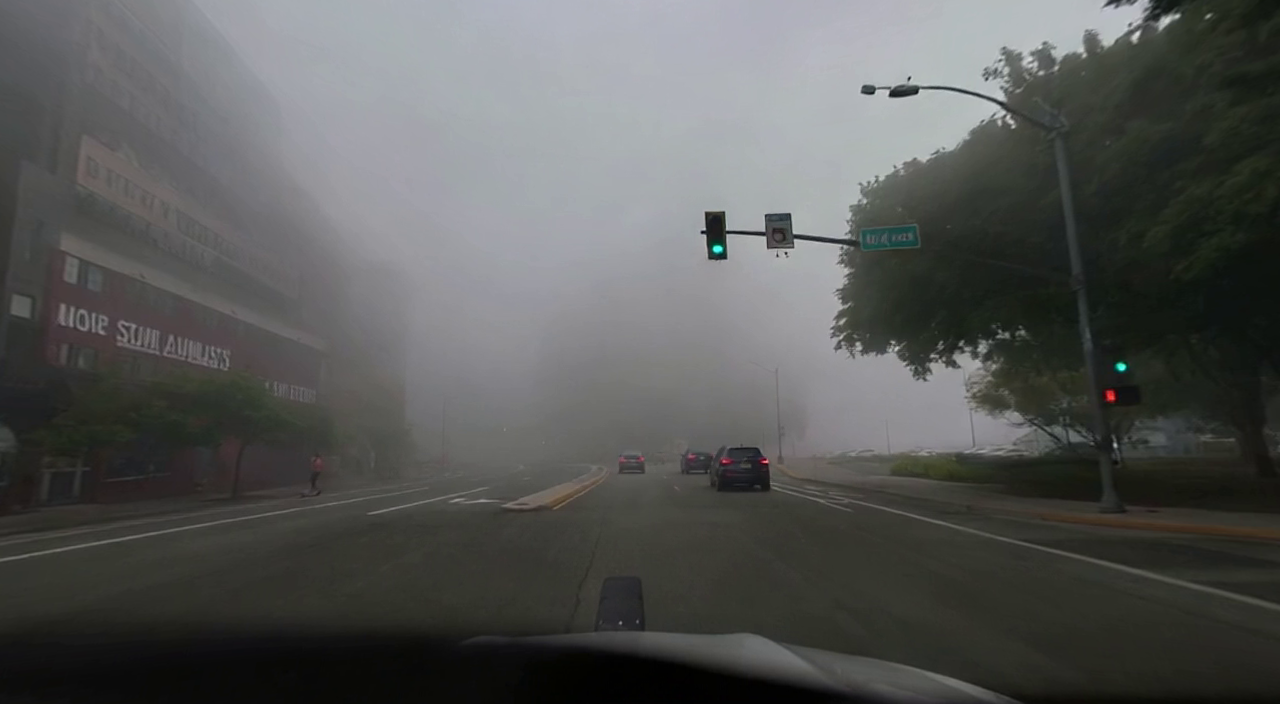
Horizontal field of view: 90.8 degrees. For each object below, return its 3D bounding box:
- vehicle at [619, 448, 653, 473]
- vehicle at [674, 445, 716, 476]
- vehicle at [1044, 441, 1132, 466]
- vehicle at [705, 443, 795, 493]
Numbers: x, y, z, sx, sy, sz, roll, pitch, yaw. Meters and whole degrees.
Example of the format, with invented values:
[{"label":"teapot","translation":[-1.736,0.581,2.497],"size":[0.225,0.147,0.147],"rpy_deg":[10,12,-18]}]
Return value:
[{"label":"vehicle","translation":[-0.291,6.993,40.830],"size":[2.068,1.512,3.987],"rpy_deg":[0,-9,-2]},{"label":"vehicle","translation":[3.304,6.596,38.724],"size":[2.046,1.768,4.370],"rpy_deg":[0,-9,-2]},{"label":"vehicle","translation":[32.987,7.475,46.610],"size":[4.894,1.710,2.075],"rpy_deg":[0,-8,0]},{"label":"vehicle","translation":[3.759,4.034,22.345],"size":[1.966,1.596,3.980],"rpy_deg":[1,-9,-8]}]
